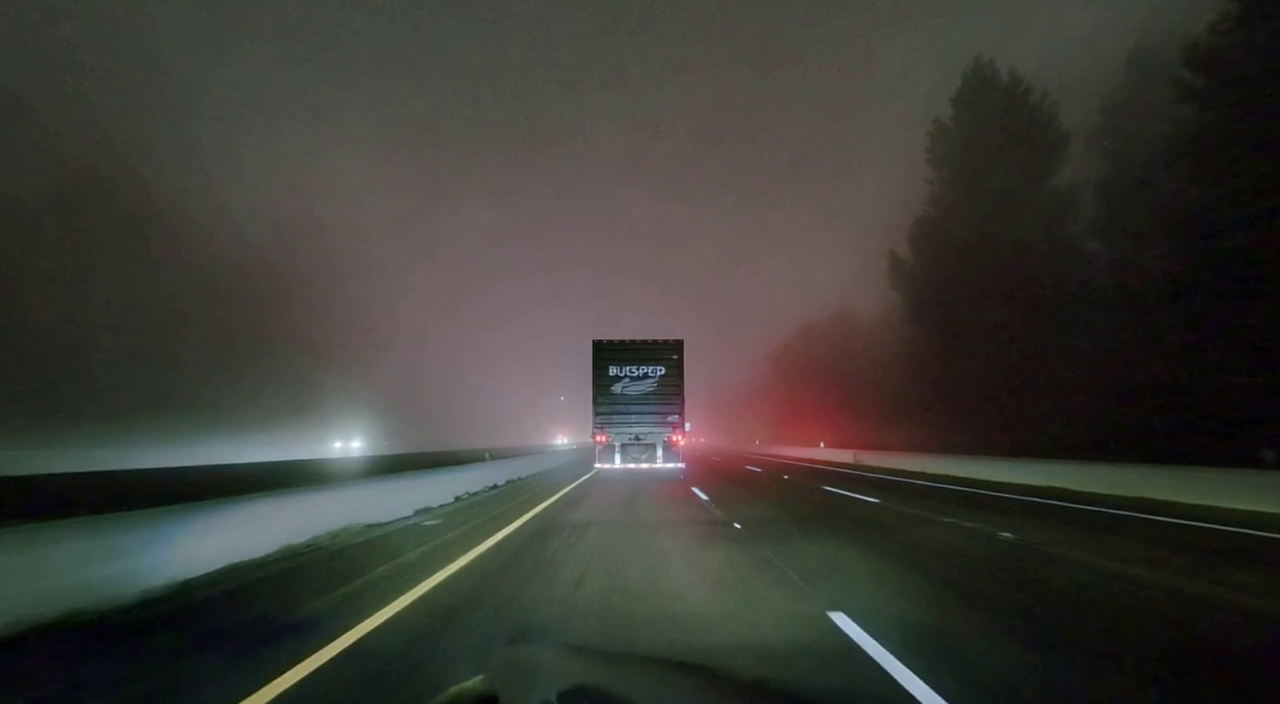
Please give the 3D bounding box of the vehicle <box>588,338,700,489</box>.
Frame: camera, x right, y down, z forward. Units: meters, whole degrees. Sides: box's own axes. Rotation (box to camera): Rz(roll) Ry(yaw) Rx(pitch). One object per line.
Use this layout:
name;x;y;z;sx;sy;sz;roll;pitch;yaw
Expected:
vehicle;0.113;2.155;20.625;2.870;3.911;8.697;0;-8;0

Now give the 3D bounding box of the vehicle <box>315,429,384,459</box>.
vehicle;-15.722;5.000;34.281;1.795;1.517;4.019;0;-8;1
